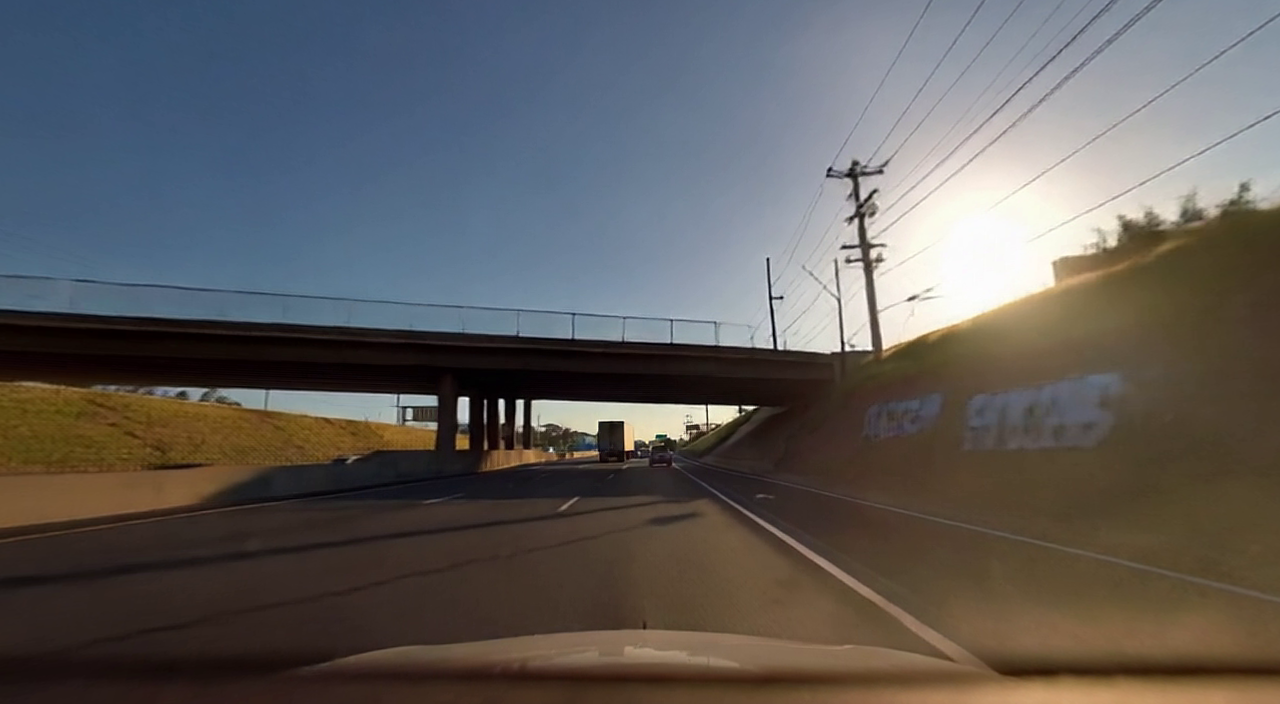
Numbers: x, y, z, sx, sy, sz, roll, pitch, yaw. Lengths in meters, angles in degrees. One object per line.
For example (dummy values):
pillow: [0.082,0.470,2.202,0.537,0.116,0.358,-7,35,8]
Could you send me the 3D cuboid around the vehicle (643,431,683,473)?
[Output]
vehicle: [1.468,6.810,42.863,2.462,2.627,5.799,0,-9,-1]
